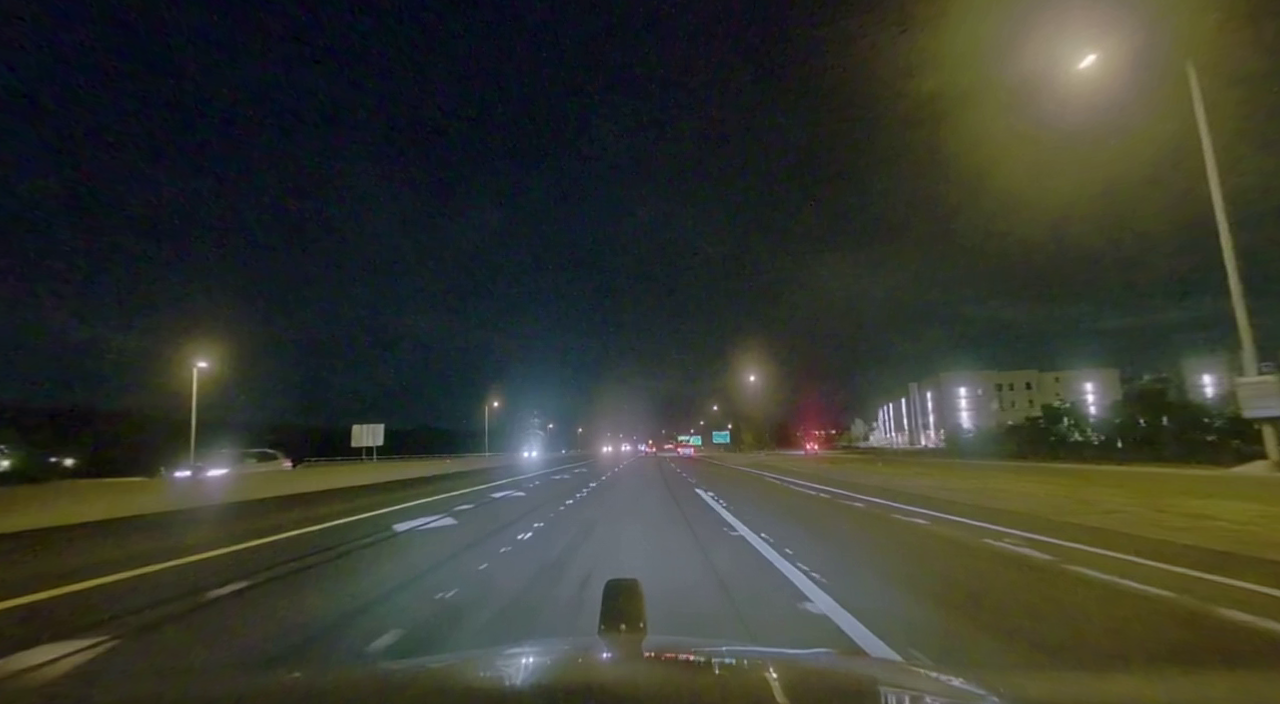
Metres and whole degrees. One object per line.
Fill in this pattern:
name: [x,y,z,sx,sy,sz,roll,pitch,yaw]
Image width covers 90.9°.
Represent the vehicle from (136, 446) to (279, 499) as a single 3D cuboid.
vehicle: [-16.149,4.489,23.941,2.044,1.764,4.719,0,-8,1]
